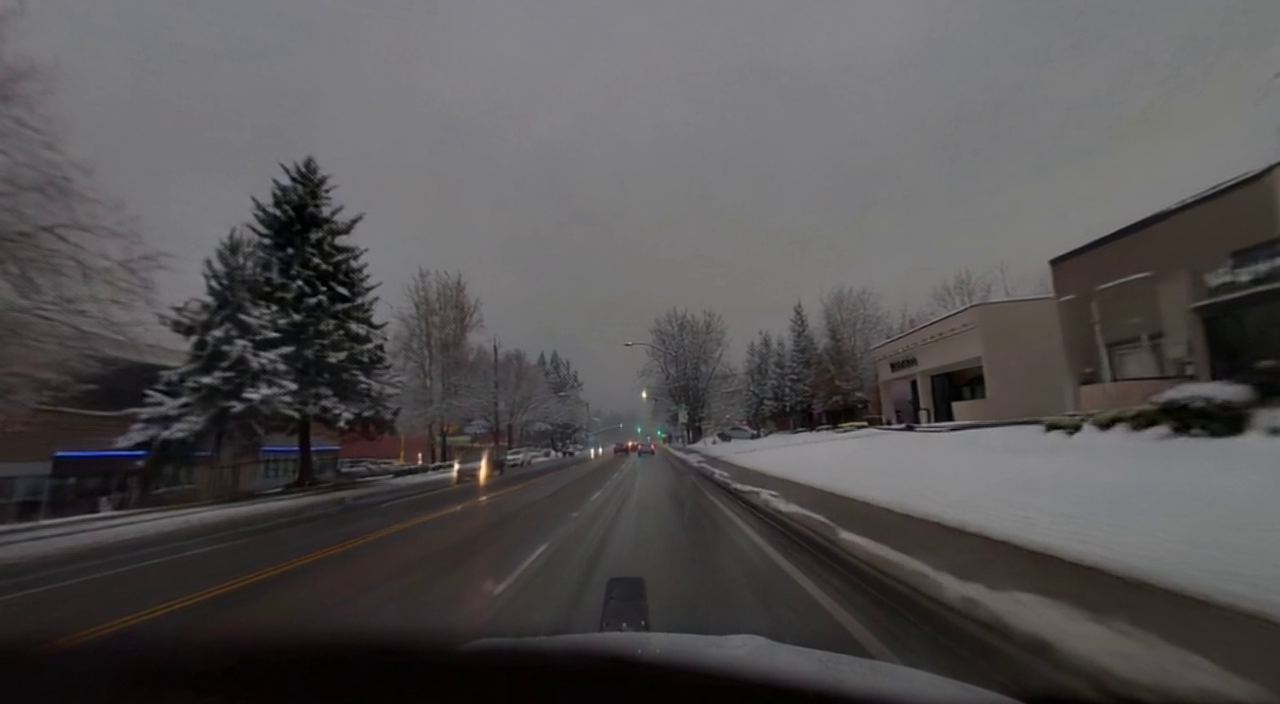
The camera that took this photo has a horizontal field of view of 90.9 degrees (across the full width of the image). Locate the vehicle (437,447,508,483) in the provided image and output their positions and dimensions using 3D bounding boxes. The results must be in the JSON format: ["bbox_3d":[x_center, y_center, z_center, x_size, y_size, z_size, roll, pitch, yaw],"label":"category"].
[{"bbox_3d":[-7.784,5.283,29.778,1.925,1.502,4.359,-1,-8,3],"label":"vehicle"}]
